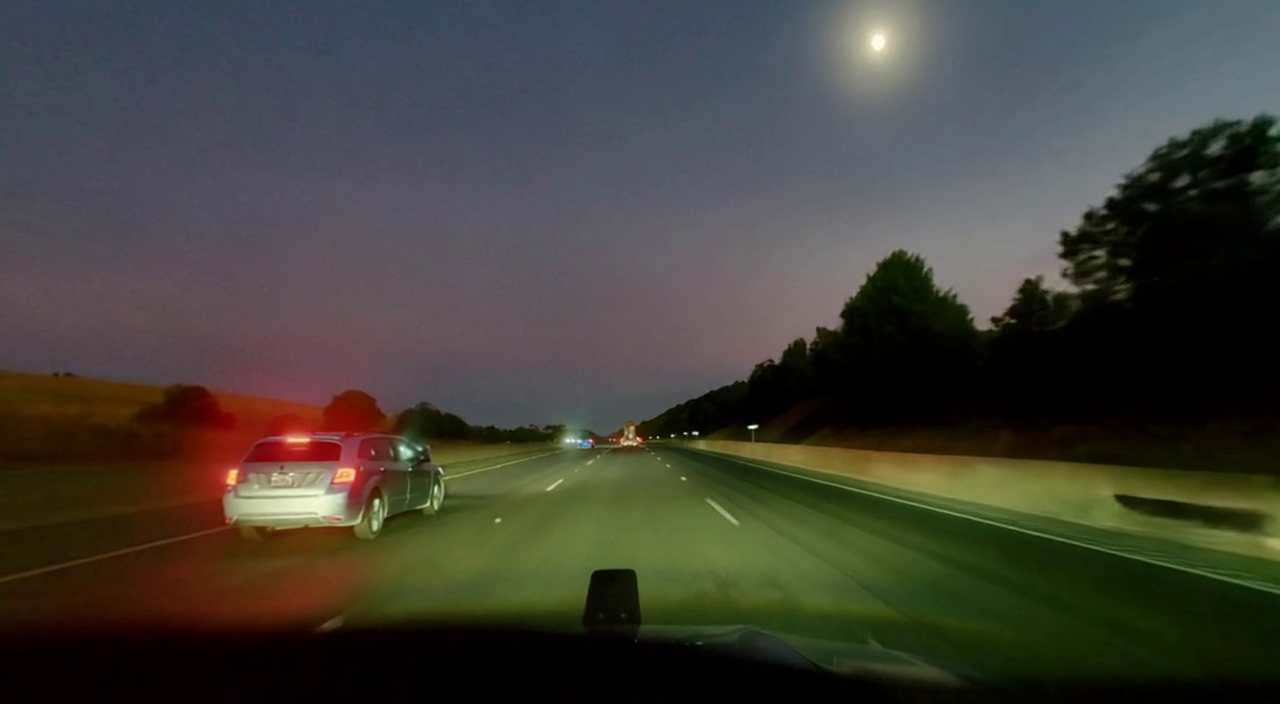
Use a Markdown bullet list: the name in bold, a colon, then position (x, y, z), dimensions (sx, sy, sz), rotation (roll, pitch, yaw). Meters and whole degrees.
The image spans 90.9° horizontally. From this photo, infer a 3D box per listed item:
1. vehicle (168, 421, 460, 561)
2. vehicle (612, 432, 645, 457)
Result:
- **vehicle**: position (-4.089, 1.767, 8.858), dimensions (1.931, 1.483, 4.105), rotation (0, -8, -1)
- **vehicle**: position (-0.787, 6.349, 43.456), dimensions (2.162, 1.616, 4.242), rotation (0, -8, 0)
